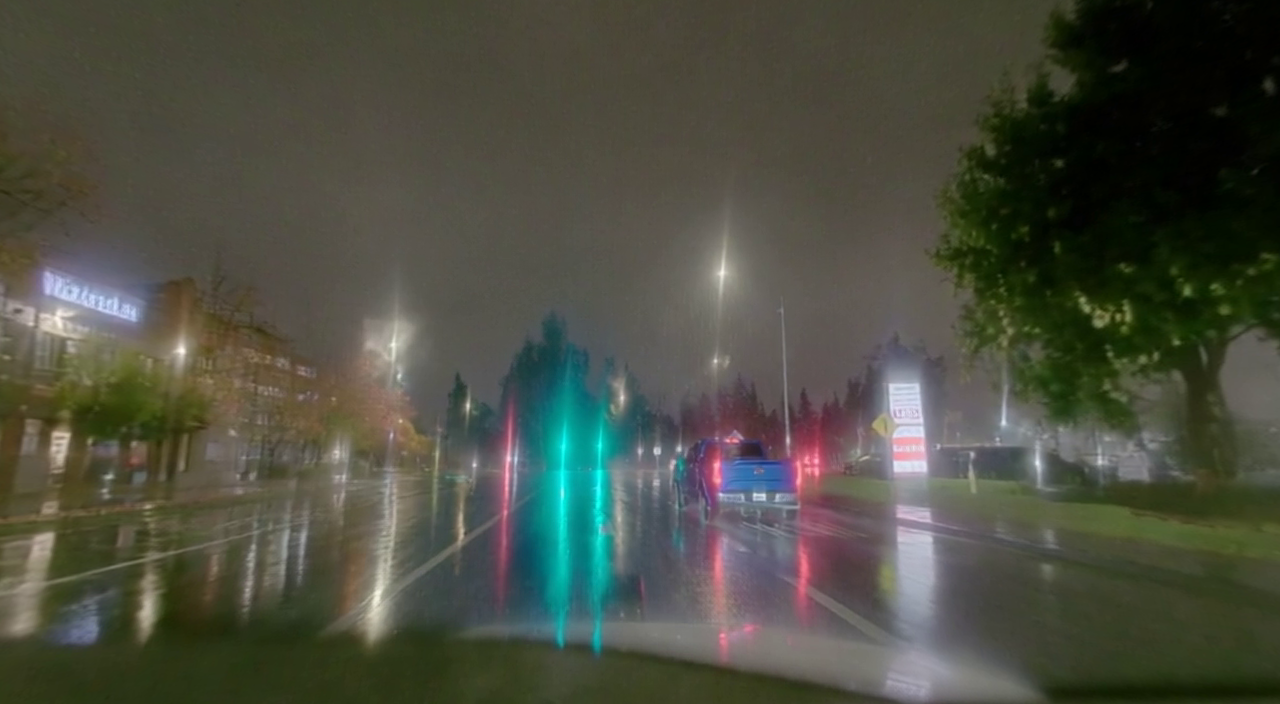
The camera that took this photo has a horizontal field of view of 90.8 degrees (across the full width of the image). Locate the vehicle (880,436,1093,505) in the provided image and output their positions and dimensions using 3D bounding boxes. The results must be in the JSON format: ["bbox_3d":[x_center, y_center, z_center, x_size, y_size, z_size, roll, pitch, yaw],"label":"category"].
[{"bbox_3d":[14.558,5.057,26.917,7.551,2.142,2.896,5,-11,-4],"label":"vehicle"}]

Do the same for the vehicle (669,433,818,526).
[{"bbox_3d":[2.321,3.134,16.157,2.402,1.922,5.677,1,-9,-5],"label":"vehicle"}]
